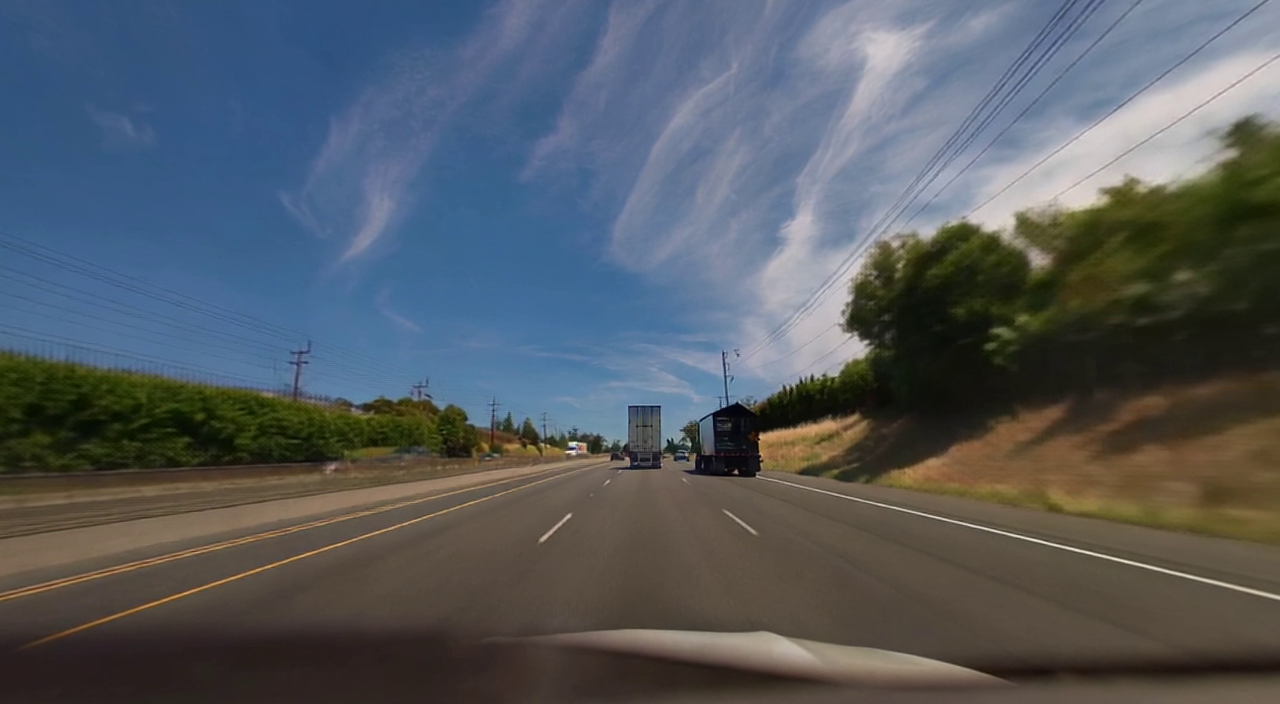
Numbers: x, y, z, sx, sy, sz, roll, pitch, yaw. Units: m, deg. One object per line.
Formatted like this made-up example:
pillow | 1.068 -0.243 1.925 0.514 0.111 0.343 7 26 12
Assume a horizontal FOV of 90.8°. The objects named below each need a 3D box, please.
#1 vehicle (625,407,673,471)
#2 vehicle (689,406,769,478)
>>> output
vehicle | 0.615 6.568 46.715 2.997 4.076 13.224 0 -9 0
vehicle | 4.574 4.966 34.365 2.938 3.378 8.820 0 -9 -1
